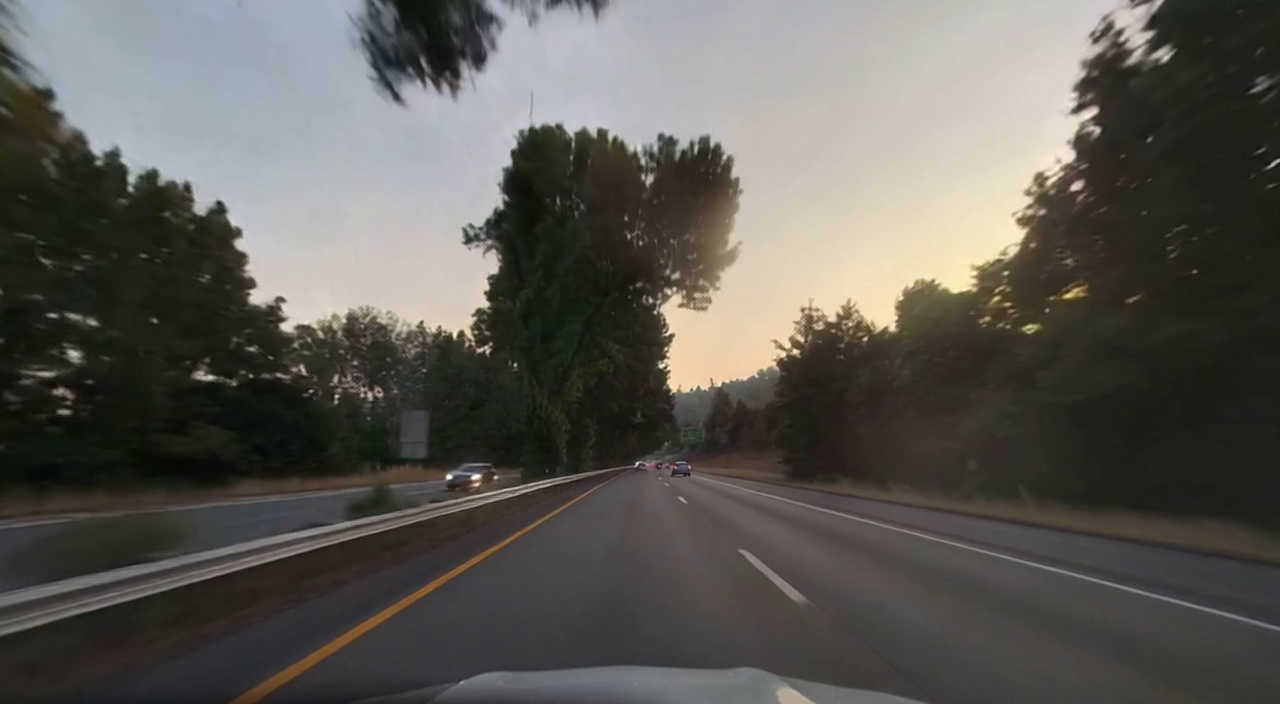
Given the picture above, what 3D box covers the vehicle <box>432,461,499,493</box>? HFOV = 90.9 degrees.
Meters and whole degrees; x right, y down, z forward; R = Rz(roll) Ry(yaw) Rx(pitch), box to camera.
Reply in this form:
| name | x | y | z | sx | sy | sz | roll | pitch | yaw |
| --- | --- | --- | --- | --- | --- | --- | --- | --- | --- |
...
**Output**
| name | x | y | z | sx | sy | sz | roll | pitch | yaw |
| --- | --- | --- | --- | --- | --- | --- | --- | --- | --- |
| vehicle | -8.512 | 6.141 | 31.158 | 1.980 | 1.438 | 4.437 | 1 | -10 | 0 |
